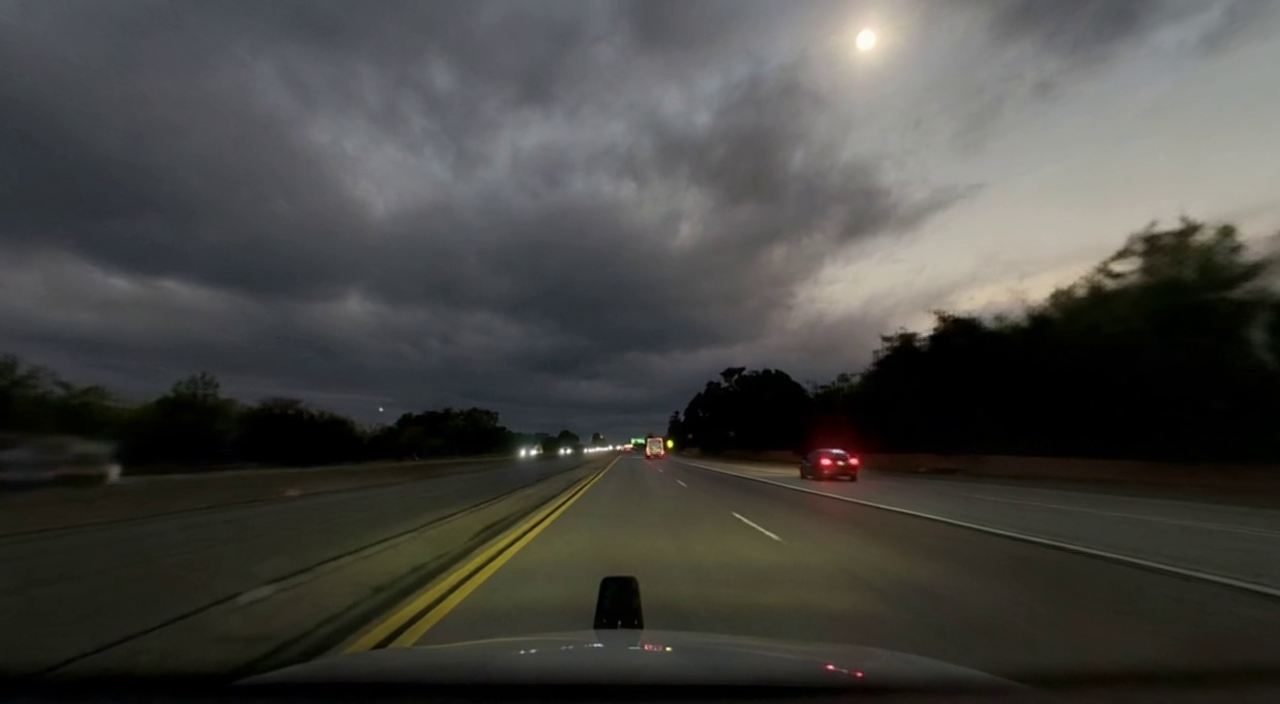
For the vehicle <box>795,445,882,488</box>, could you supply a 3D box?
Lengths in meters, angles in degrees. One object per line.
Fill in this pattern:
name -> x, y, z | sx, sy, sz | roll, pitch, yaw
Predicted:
vehicle -> 7.402, 4.311, 23.890 | 1.942, 1.462, 3.926 | 0, -9, -1
